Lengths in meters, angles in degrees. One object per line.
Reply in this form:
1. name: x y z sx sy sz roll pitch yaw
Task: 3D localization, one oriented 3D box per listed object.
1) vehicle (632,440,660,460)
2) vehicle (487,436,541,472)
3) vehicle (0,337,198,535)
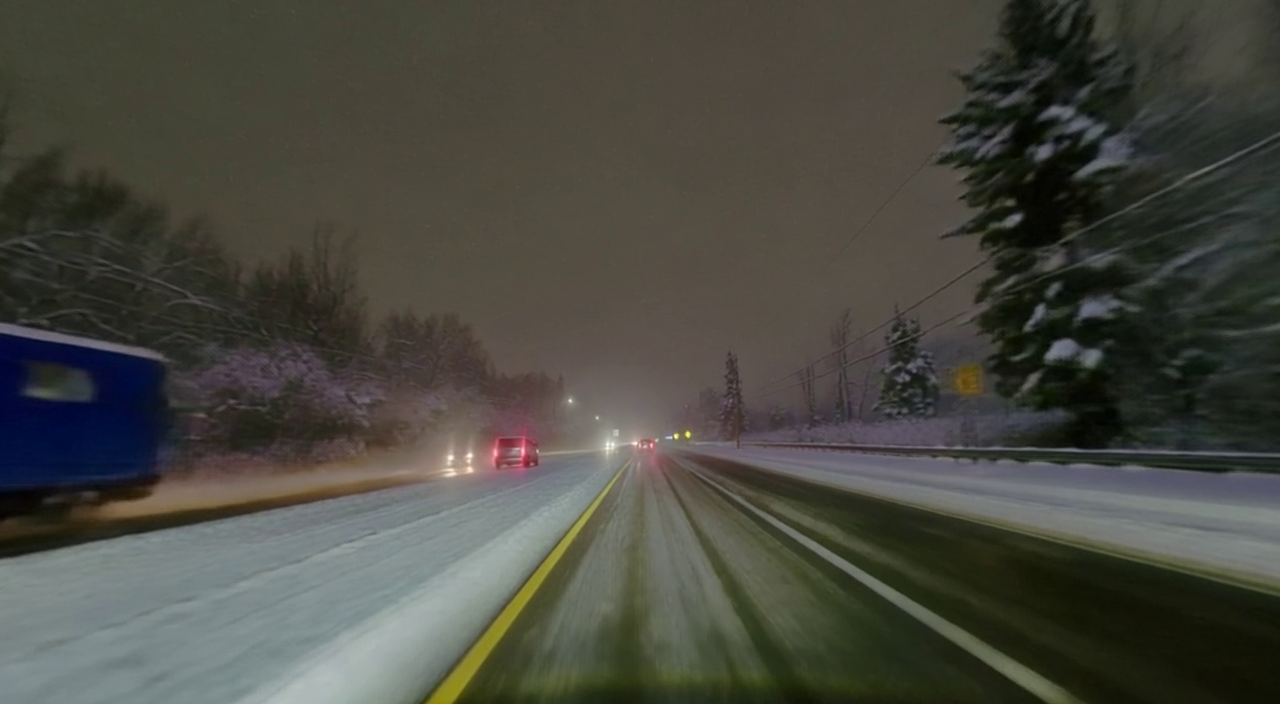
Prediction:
1. vehicle: 0.446 7.745 49.841 2.061 1.469 3.782 0 -8 0
2. vehicle: -6.993 5.691 35.422 2.068 1.897 4.372 0 -8 1
3. vehicle: -14.823 1.641 12.358 2.905 4.091 12.827 0 -8 0
